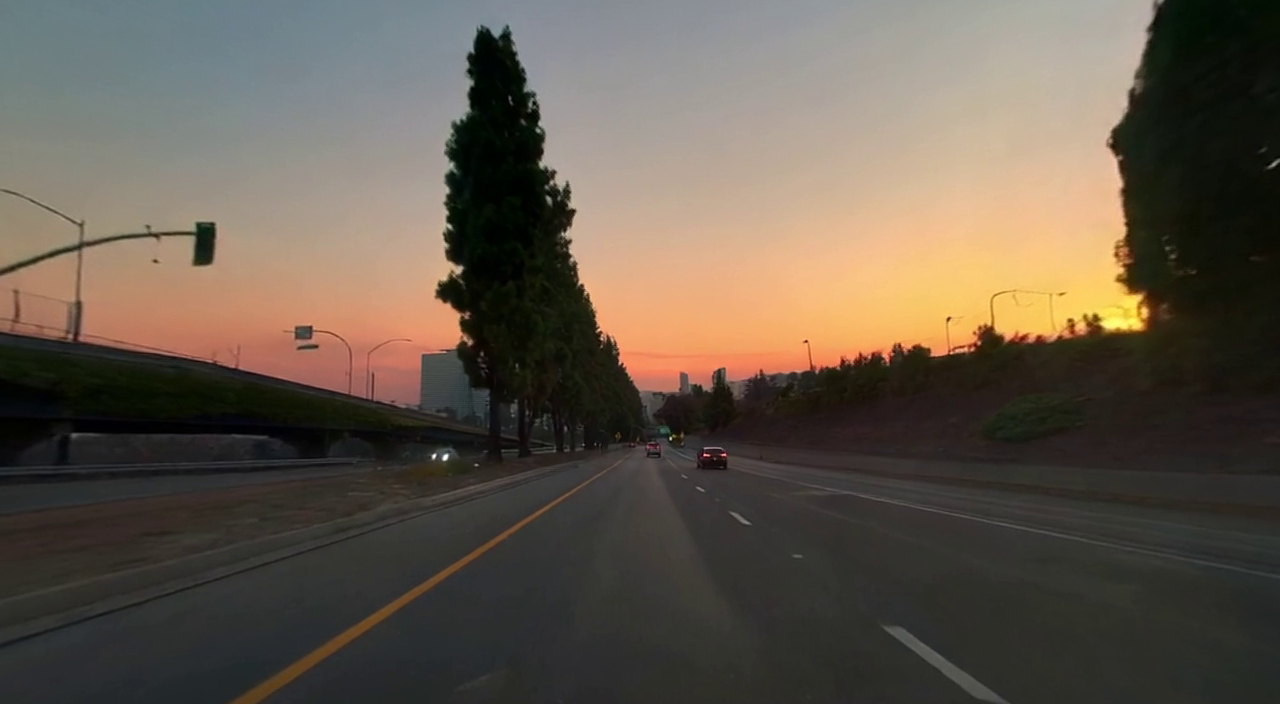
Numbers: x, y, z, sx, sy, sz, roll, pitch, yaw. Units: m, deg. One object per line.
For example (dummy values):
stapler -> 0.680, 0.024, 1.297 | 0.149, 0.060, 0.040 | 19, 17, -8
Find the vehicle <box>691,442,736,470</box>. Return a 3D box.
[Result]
vehicle -> 4.253, 6.099, 37.054 | 2.042, 1.518, 4.477 | 0, -9, -1
